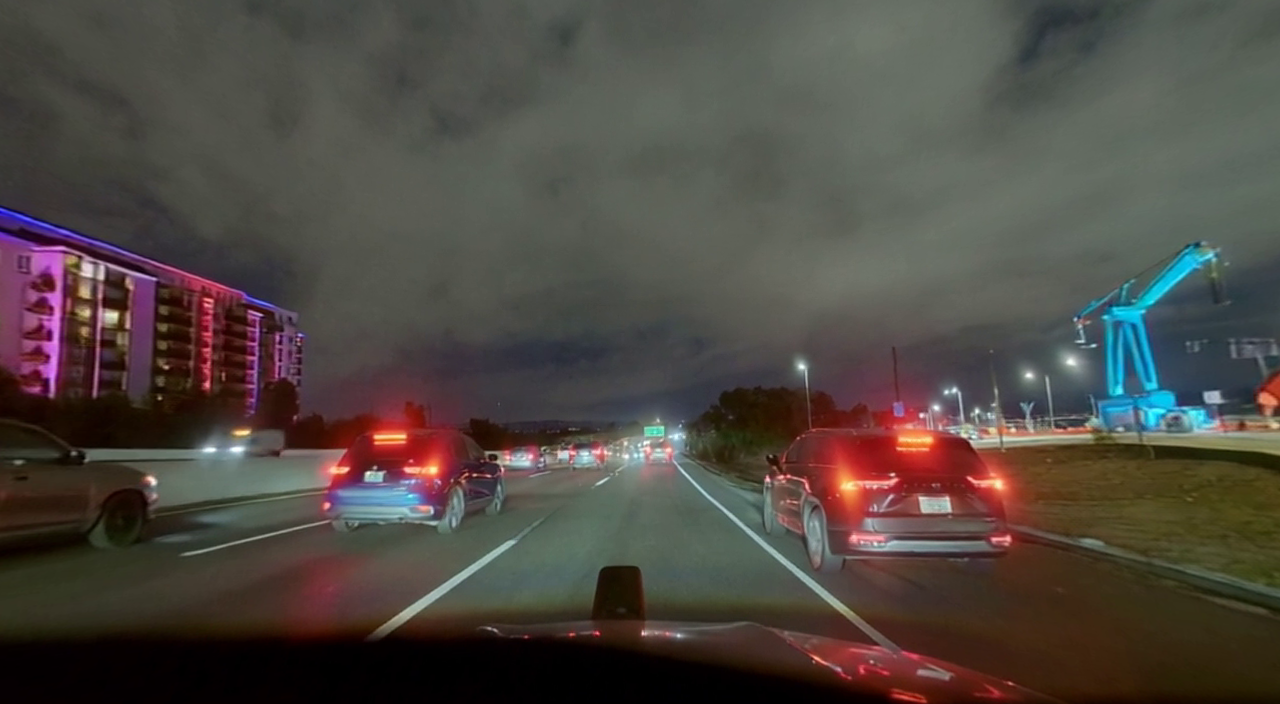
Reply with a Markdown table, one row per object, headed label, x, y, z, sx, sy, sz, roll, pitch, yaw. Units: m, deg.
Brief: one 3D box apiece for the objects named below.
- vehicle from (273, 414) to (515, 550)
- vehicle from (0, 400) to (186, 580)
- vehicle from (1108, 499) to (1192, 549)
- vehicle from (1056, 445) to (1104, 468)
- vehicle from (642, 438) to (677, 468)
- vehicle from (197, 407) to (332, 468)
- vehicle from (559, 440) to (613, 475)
| label | x | y | z | sx | sy | sz | roll | pitch | yaw |
| --- | --- | --- | --- | --- | --- | --- | --- | --- | --- |
| vehicle | -3.579 | 1.974 | 10.269 | 2.045 | 1.710 | 4.382 | 0 | -8 | 2 |
| vehicle | -7.237 | 1.331 | 6.106 | 2.113 | 1.724 | 4.656 | 0 | -8 | 1 |
| vehicle | 22.191 | 7.436 | 27.581 | 1.873 | 1.547 | 4.240 | -4 | -9 | 27 |
| vehicle | 32.304 | 7.616 | 46.341 | 1.840 | 1.533 | 4.657 | -3 | -9 | 22 |
| vehicle | 1.210 | 6.507 | 40.707 | 2.116 | 1.763 | 4.352 | 0 | -8 | 1 |
| vehicle | -22.732 | 5.332 | 38.884 | 2.938 | 3.320 | 8.188 | 0 | -8 | 2 |
| vehicle | -2.725 | 5.445 | 32.909 | 2.109 | 1.657 | 4.554 | 0 | -8 | 4 |
